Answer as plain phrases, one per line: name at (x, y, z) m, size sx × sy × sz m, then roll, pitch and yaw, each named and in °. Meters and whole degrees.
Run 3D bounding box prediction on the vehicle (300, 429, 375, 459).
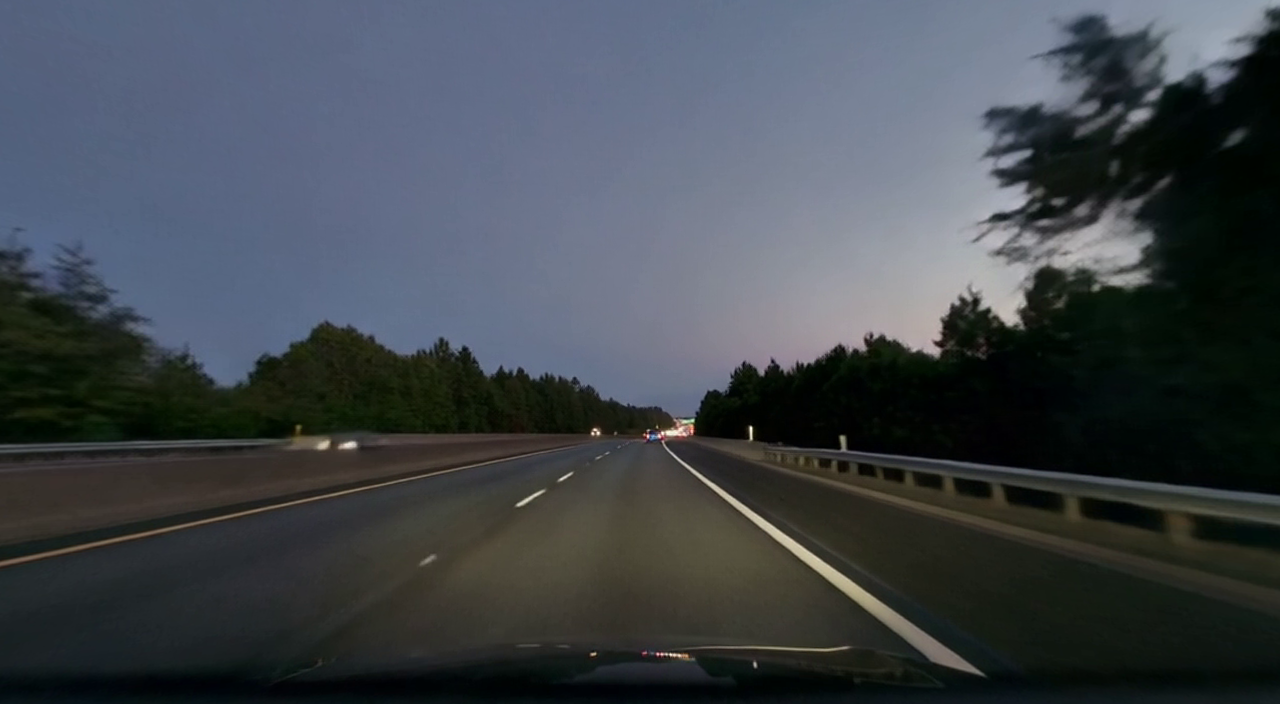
vehicle at (-16.009, 4.878, 33.630) m, size 1.864 × 1.504 × 4.253 m, roll 0°, pitch -7°, yaw 0°
